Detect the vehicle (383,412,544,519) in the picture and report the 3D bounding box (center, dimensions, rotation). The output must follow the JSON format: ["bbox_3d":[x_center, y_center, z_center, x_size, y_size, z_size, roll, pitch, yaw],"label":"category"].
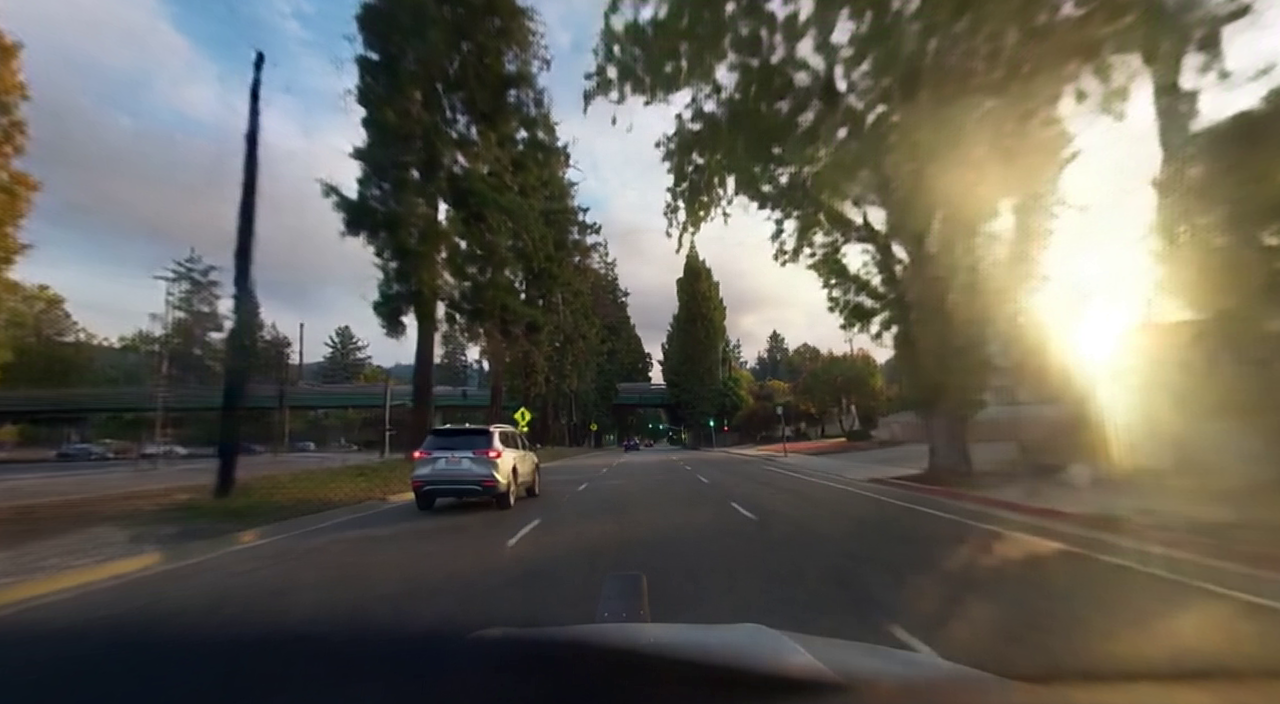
[{"bbox_3d":[-3.203,2.157,12.415,1.882,1.704,4.335,-1,-8,1],"label":"vehicle"}]
